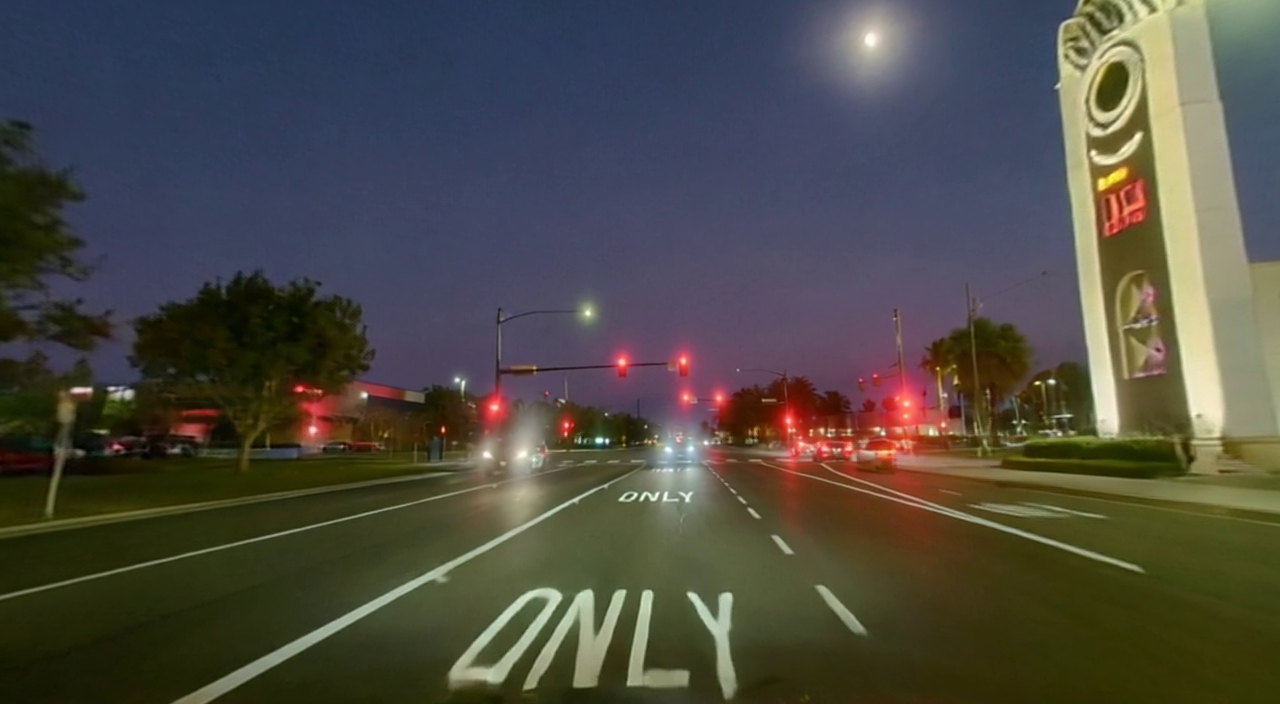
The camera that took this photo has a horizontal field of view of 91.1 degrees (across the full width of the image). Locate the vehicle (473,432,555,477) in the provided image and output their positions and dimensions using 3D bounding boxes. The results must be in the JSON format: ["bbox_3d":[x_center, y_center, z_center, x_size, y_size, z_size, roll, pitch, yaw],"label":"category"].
[{"bbox_3d":[-5.905,4.903,30.354,2.366,1.941,5.823,-1,-9,5],"label":"vehicle"}]

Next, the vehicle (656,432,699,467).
[{"bbox_3d":[2.465,6.308,40.805,2.590,2.080,5.284,0,-9,4],"label":"vehicle"}]

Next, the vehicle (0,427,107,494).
[{"bbox_3d":[-22.684,3.683,21.529,6.446,2.143,2.606,0,-9,2],"label":"vehicle"}]
